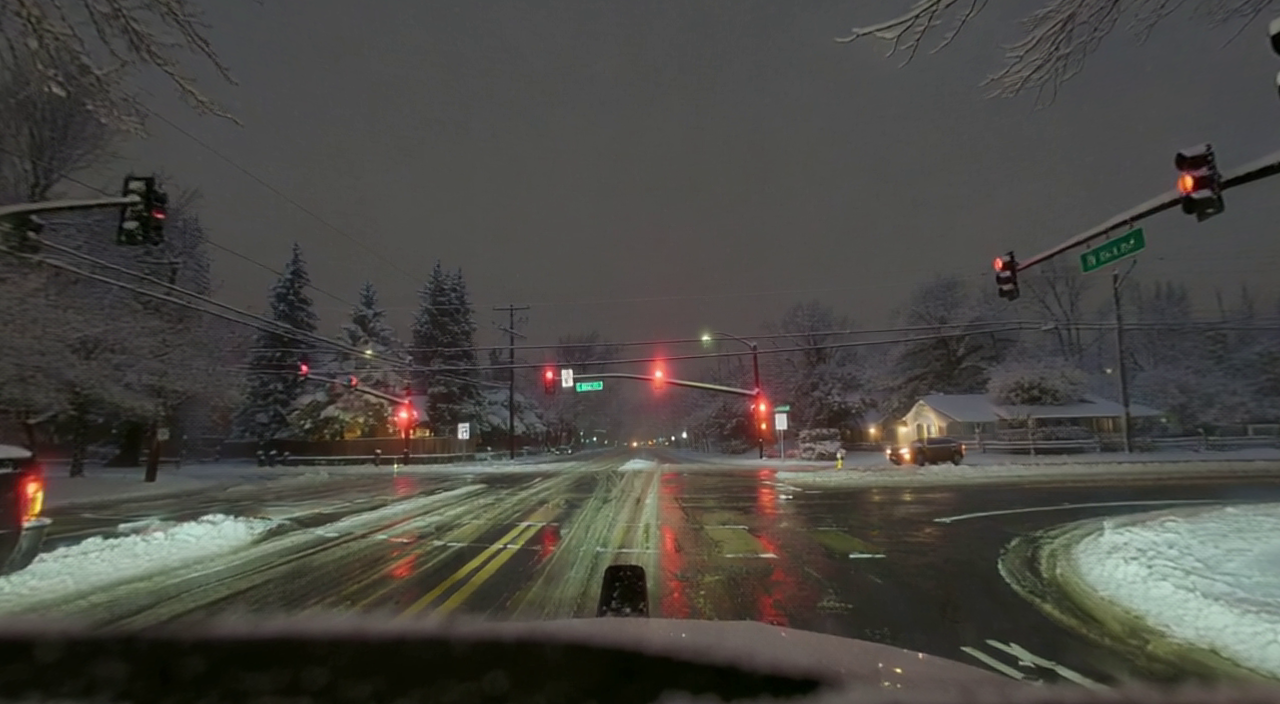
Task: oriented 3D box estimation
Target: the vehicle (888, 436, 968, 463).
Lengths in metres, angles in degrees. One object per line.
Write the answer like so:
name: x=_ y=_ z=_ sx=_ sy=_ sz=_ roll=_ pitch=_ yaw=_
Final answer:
vehicle: x=16.159 y=5.505 z=35.570 sx=3.952 sy=1.468 sz=1.768 roll=-4 pitch=-9 yaw=22
